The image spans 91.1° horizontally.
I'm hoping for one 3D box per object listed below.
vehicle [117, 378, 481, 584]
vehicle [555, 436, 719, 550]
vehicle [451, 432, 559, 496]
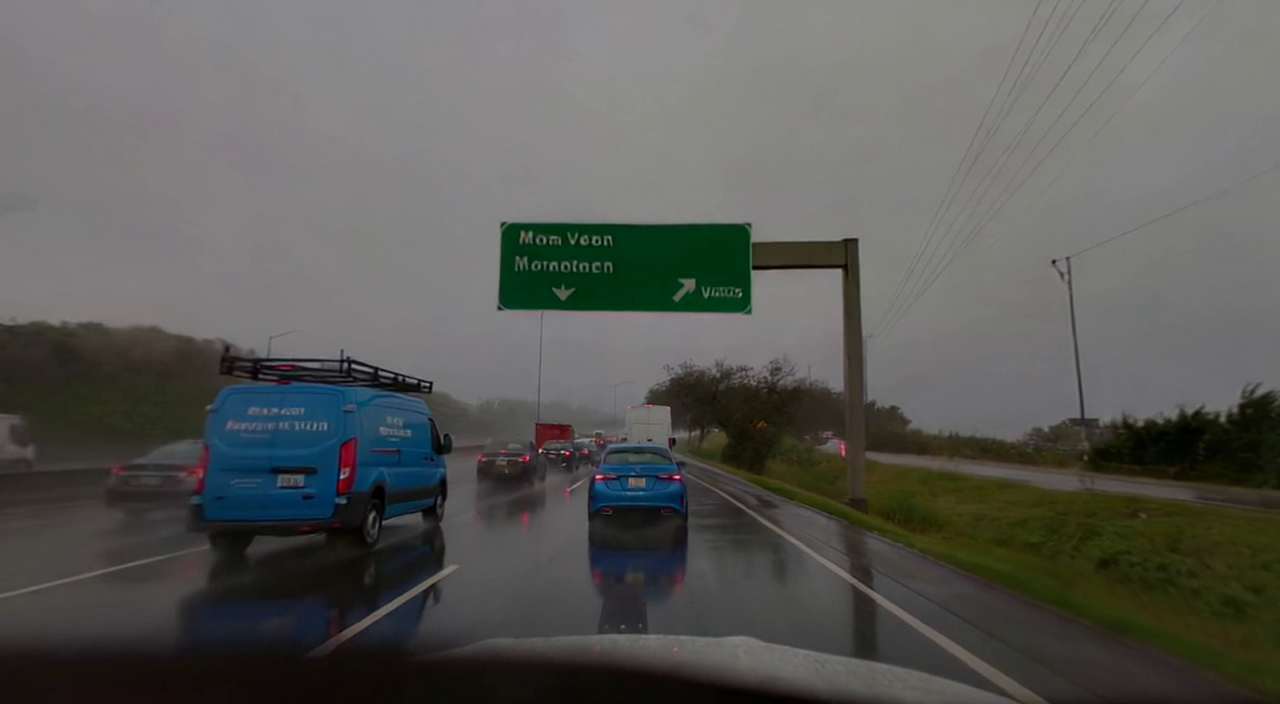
[{"bbox_3d":[-3.833,1.556,8.318,2.142,1.952,4.556,0,-8,1],"label":"vehicle"},{"bbox_3d":[-0.065,2.082,10.006,2.054,1.421,4.090,0,-8,-1],"label":"vehicle"},{"bbox_3d":[-3.831,3.268,18.755,2.114,1.657,4.432,0,-8,2],"label":"vehicle"}]
